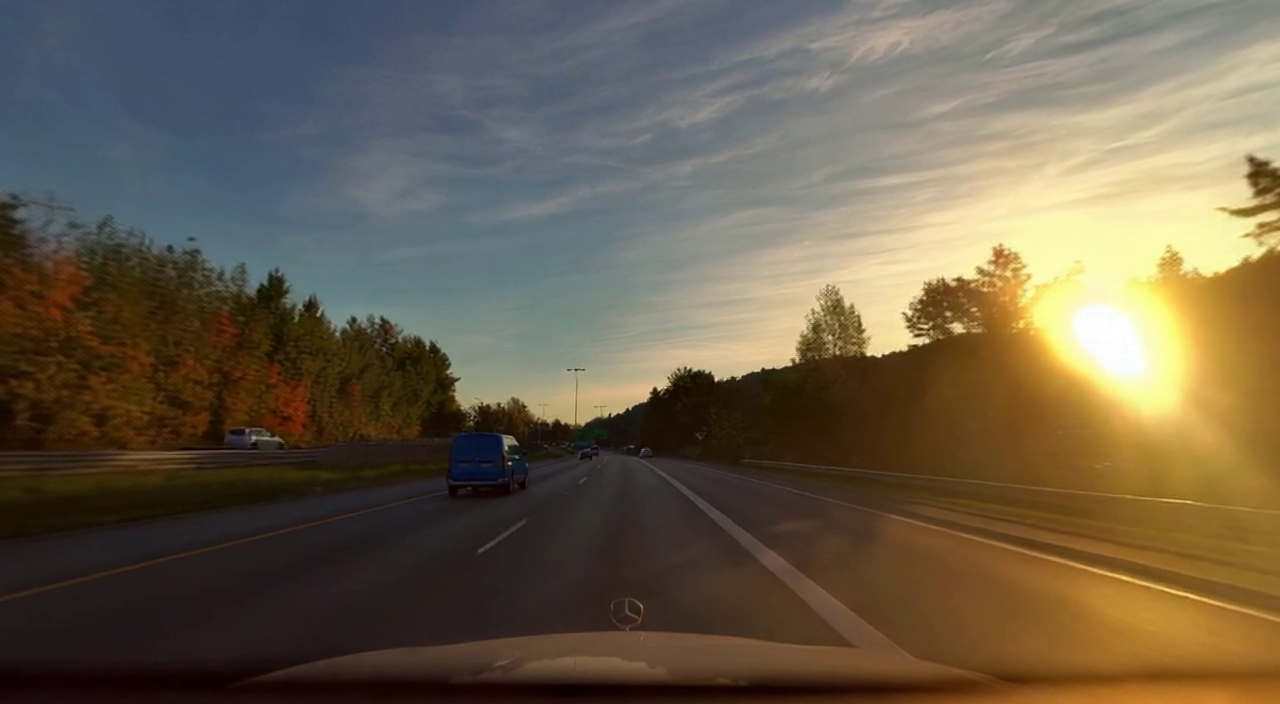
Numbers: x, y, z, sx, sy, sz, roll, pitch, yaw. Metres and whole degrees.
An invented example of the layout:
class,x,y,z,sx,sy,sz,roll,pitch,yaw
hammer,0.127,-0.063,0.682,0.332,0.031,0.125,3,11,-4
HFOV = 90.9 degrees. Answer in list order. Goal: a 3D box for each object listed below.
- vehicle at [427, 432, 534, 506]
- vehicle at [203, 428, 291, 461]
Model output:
class,x,y,z,sx,sy,sz,roll,pitch,yaw
vehicle,-4.320,3.241,17.831,1.971,1.795,4.389,0,-9,-1
vehicle,-18.672,4.436,30.141,1.879,1.492,3.607,0,-9,0
